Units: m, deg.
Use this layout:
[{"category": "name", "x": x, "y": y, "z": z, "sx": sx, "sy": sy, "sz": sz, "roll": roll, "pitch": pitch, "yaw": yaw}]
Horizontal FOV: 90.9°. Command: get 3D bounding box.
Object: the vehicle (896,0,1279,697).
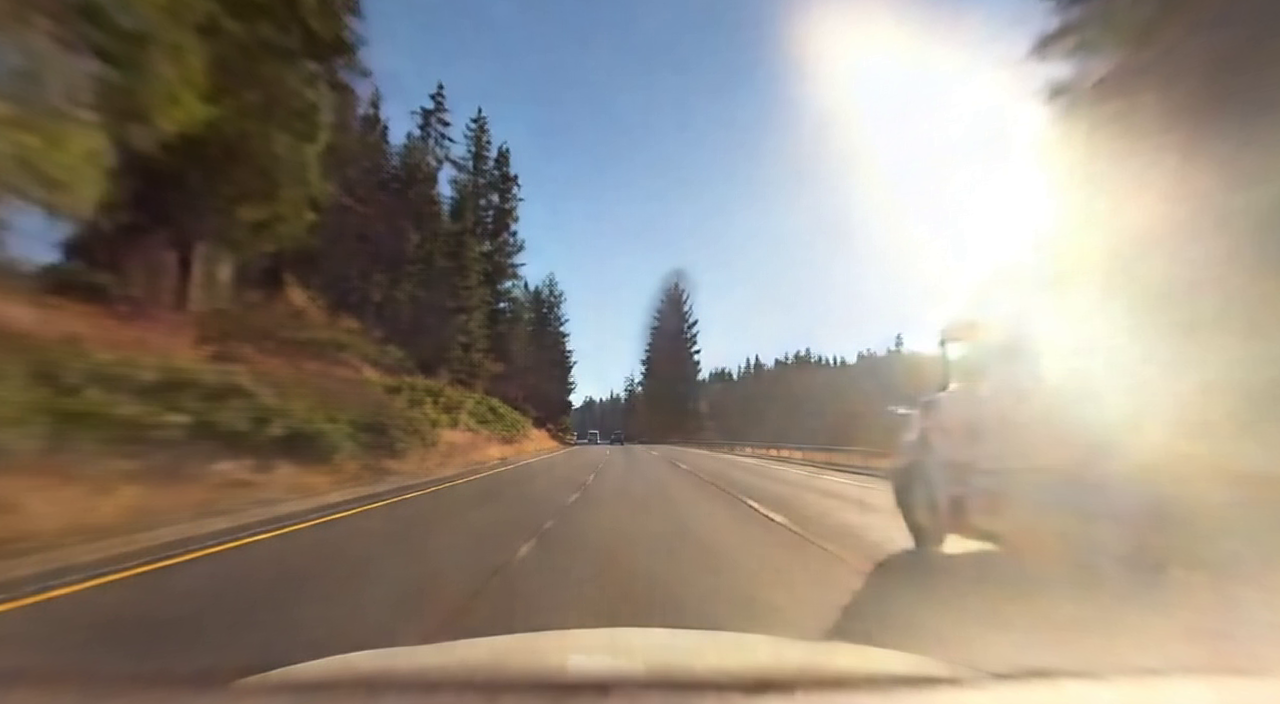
[{"category": "vehicle", "x": 4.798, "y": -0.270, "z": 2.687, "sx": 2.985, "sy": 3.892, "sz": 9.938, "roll": 0, "pitch": -8, "yaw": -1}]
